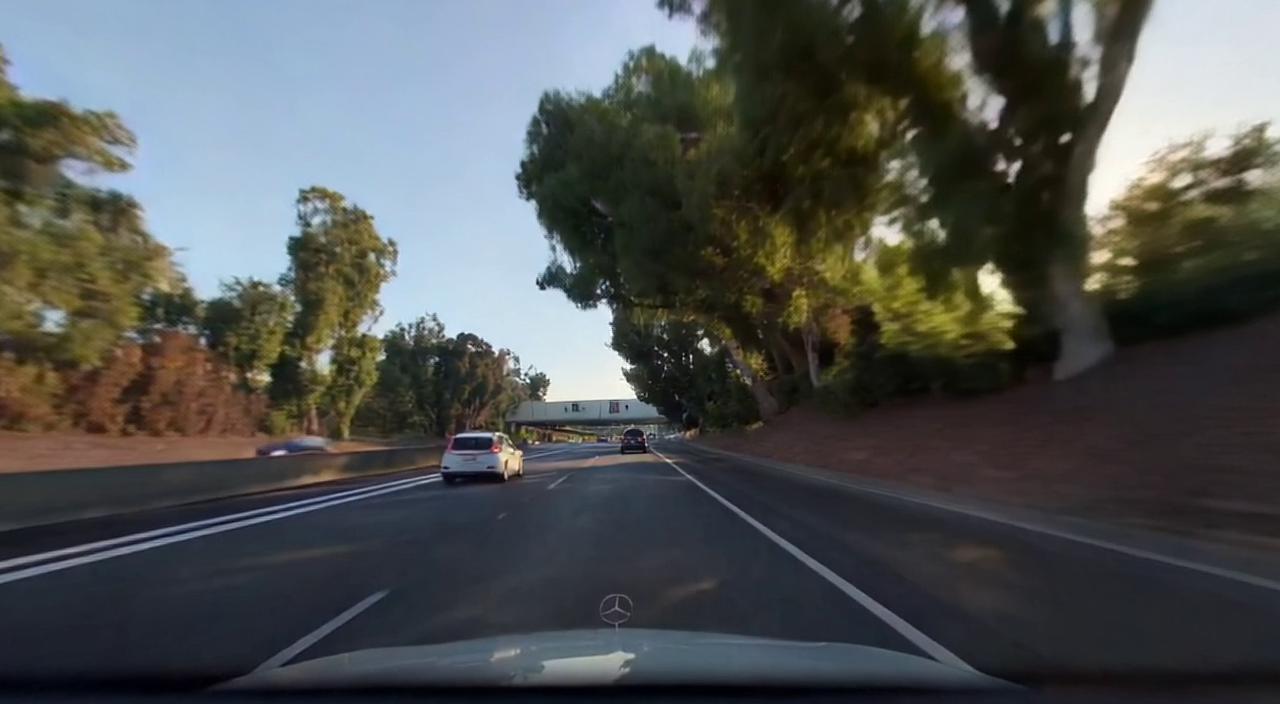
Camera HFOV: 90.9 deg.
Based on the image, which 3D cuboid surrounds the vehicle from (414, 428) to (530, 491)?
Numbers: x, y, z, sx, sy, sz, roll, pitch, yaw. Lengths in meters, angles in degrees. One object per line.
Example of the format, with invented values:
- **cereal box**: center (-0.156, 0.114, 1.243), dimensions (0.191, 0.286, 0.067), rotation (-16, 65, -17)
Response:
- **vehicle**: center (-4.420, 2.883, 17.330), dimensions (2.030, 1.491, 4.046), rotation (0, -8, 1)

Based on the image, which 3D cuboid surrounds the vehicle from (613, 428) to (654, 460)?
- **vehicle**: center (-0.352, 5.025, 34.497), dimensions (2.134, 1.654, 4.174), rotation (0, -8, -1)

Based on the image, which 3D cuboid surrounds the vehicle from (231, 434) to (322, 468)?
- **vehicle**: center (-17.490, 4.764, 30.568), dimensions (1.865, 1.505, 4.337), rotation (0, -8, 0)
